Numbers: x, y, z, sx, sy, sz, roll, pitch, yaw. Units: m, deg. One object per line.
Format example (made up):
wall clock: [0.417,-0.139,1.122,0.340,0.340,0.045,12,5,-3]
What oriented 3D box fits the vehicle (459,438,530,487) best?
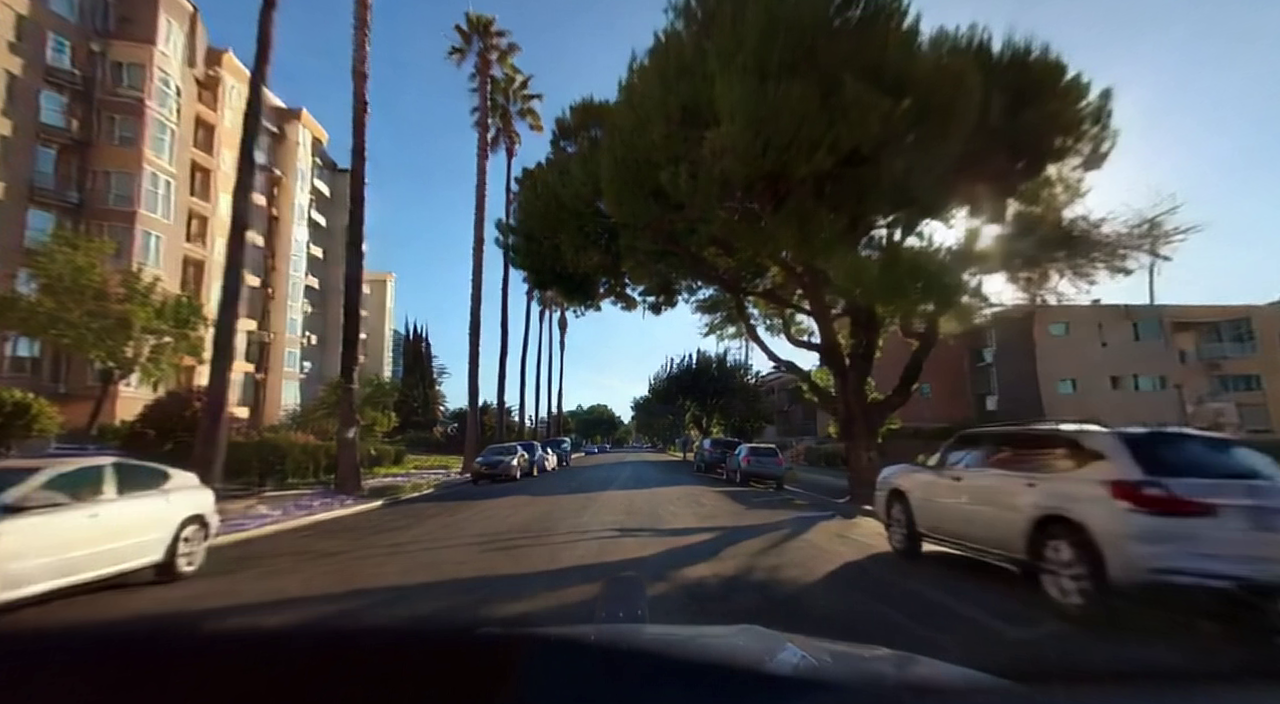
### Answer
vehicle: [-5.874,4.482,26.078,1.947,1.806,4.413,1,-8,-1]

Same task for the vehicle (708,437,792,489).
vehicle: [4.071,4.190,24.278,2.201,1.787,5.007,0,-8,-1]

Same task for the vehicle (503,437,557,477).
vehicle: [-5.630,5.407,32.871,2.087,1.896,4.554,0,-8,-2]

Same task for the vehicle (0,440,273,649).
vehicle: [-5.717,1.593,5.845,1.949,1.512,4.783,0,-9,-3]

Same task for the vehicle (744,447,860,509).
vehicle: [4.283,3.373,17.527,1.909,1.449,4.513,0,-8,-2]

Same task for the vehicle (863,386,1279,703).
vehicle: [4.167,1.452,5.981,2.089,1.783,5.138,0,-8,-2]
